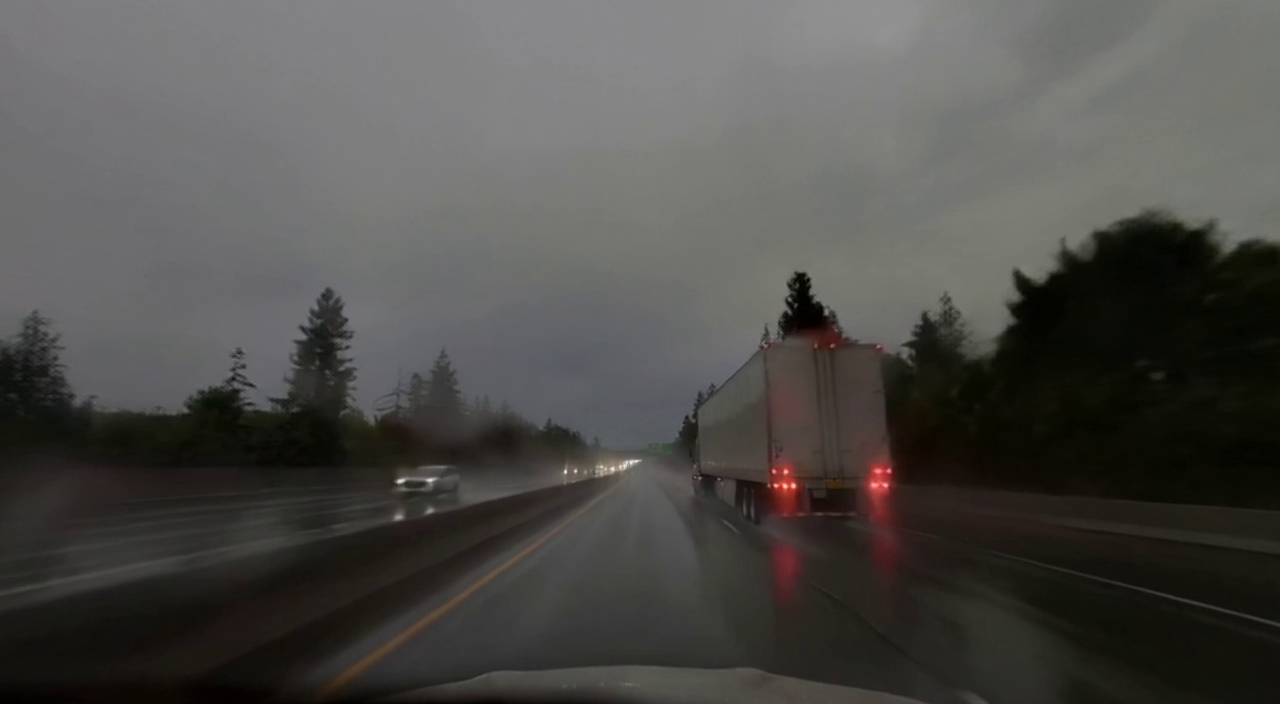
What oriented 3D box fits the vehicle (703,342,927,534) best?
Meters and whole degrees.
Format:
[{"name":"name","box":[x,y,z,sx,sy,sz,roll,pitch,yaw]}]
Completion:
[{"name":"vehicle","box":[4.390,3.022,20.200,3.204,4.102,13.306,0,-11,-1]}]

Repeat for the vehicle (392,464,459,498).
[{"name":"vehicle","box":[-11.343,6.855,33.693,1.917,1.639,4.598,0,-10,1]}]
